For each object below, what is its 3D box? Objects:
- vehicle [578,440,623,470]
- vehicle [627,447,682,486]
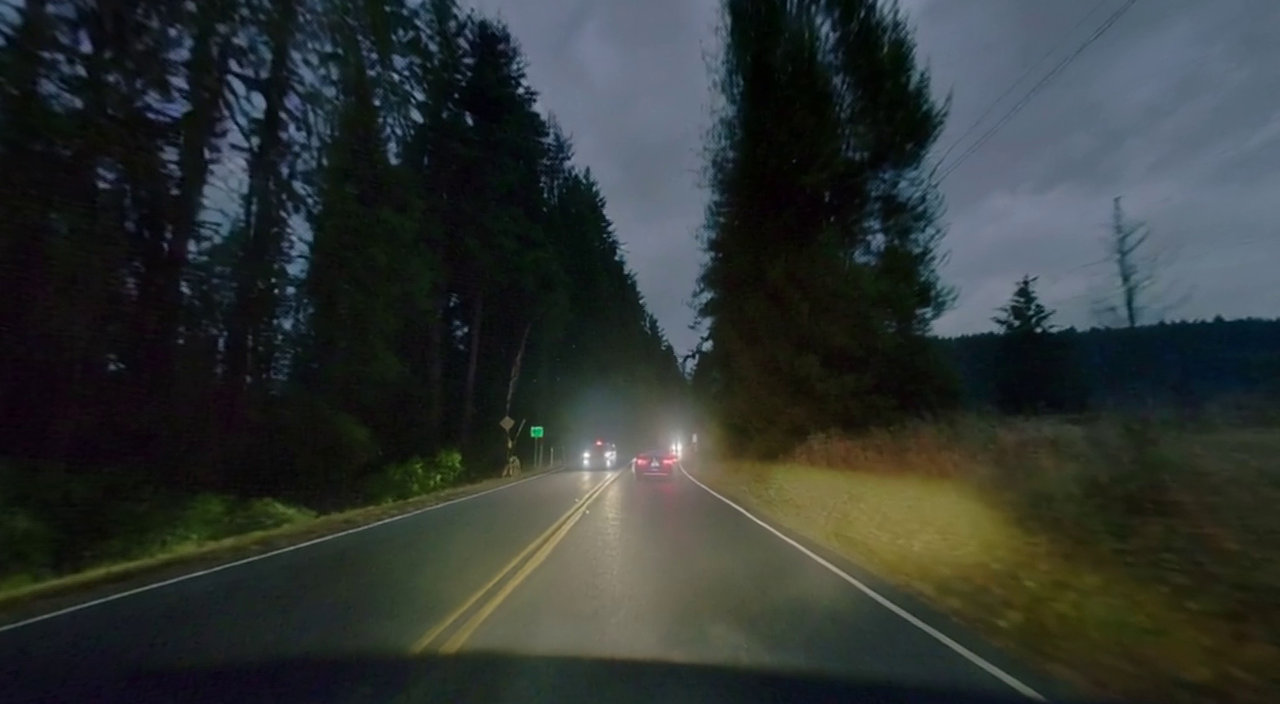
[{"bbox_3d":[-2.675,7.112,43.715,2.477,1.958,4.753,-1,-8,4],"label":"vehicle"},{"bbox_3d":[0.659,5.085,28.423,2.274,1.583,4.349,0,-8,1],"label":"vehicle"}]
